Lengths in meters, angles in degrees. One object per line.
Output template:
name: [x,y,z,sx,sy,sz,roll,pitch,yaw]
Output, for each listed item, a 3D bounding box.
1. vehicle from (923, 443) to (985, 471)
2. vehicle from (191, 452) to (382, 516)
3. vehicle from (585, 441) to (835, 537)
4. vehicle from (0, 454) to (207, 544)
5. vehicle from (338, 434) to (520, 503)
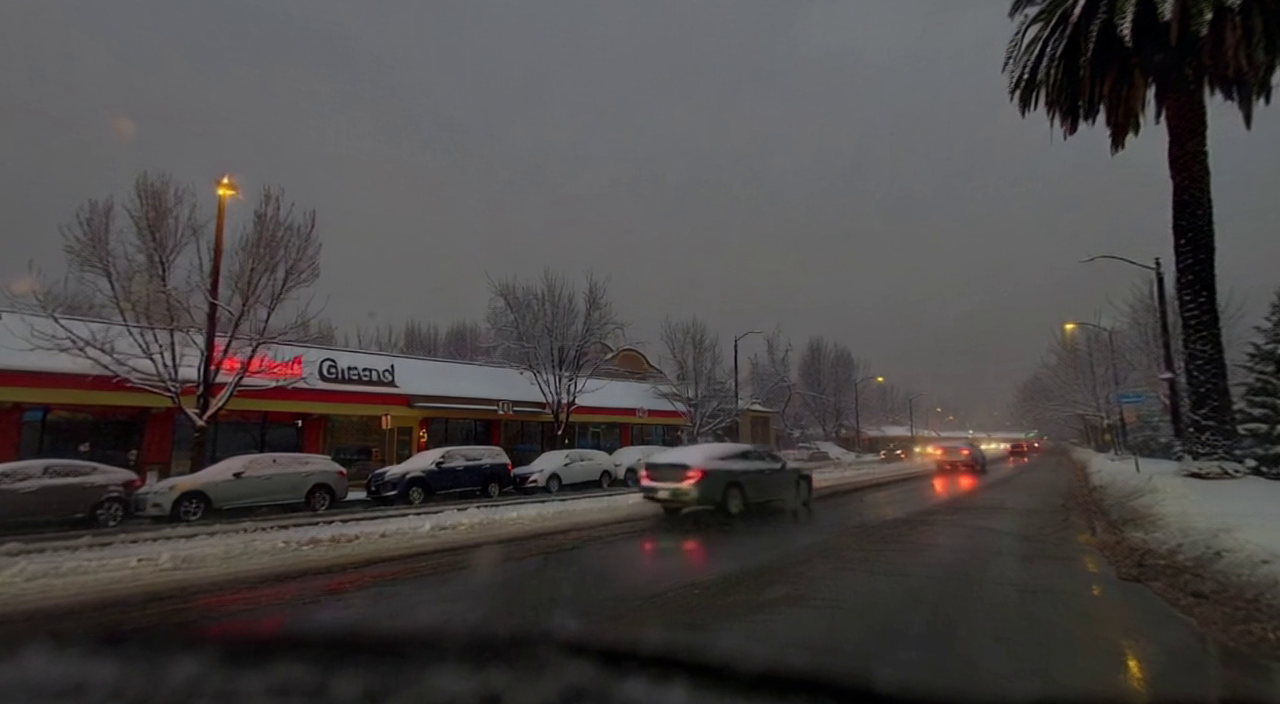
vehicle: [18.702,6.165,37.318,2.232,1.513,5.090,-6,-11,37]
vehicle: [-10.564,3.887,19.151,1.900,1.615,4.573,-6,-11,37]
vehicle: [1.533,2.487,12.235,4.918,1.461,2.139,8,-12,-43]
vehicle: [-11.431,2.739,12.024,1.854,1.482,4.756,-6,-11,37]
vehicle: [-6.152,3.590,19.006,1.989,1.792,4.884,-9,-15,36]
